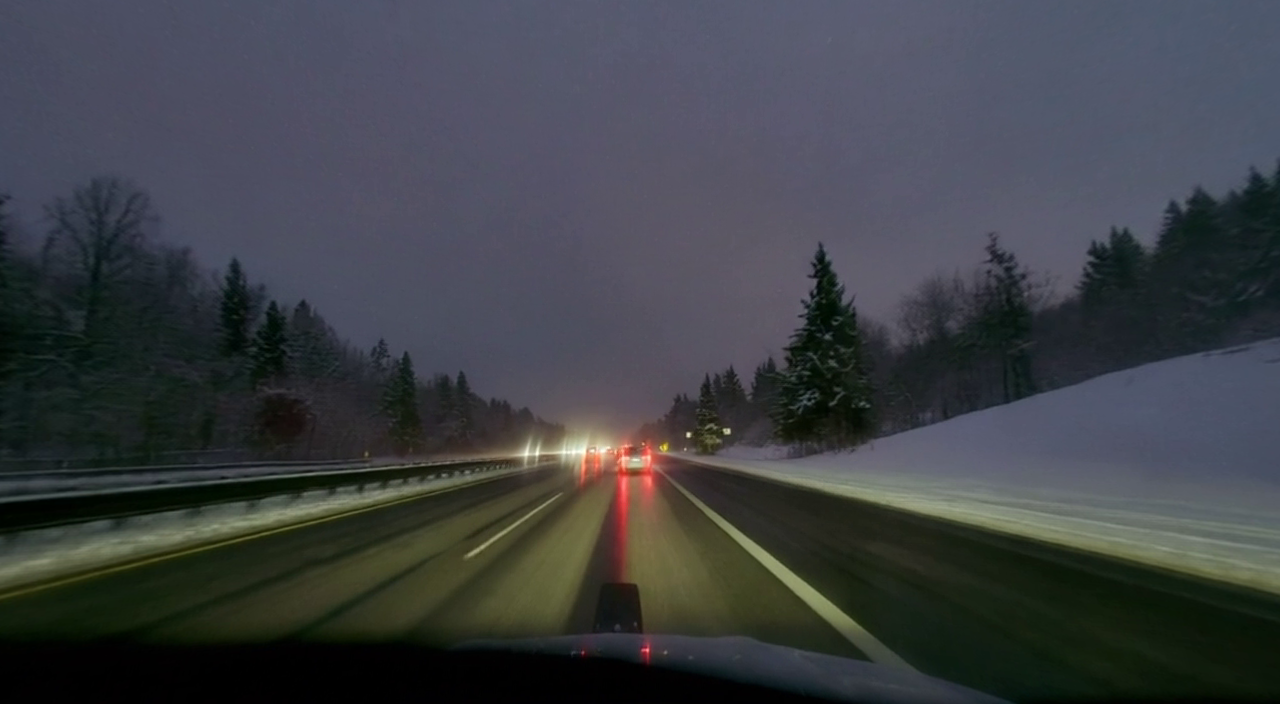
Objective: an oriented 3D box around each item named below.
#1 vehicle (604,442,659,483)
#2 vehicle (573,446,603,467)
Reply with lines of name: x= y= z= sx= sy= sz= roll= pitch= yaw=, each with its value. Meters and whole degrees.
vehicle: x=-0.356 y=4.432 z=25.311 sx=2.066 sy=1.490 sz=3.759 roll=-1 pitch=-9 yaw=-1
vehicle: x=-3.906 y=7.910 z=47.634 sx=1.994 sy=1.470 sz=3.752 roll=-1 pitch=-9 yaw=-1
